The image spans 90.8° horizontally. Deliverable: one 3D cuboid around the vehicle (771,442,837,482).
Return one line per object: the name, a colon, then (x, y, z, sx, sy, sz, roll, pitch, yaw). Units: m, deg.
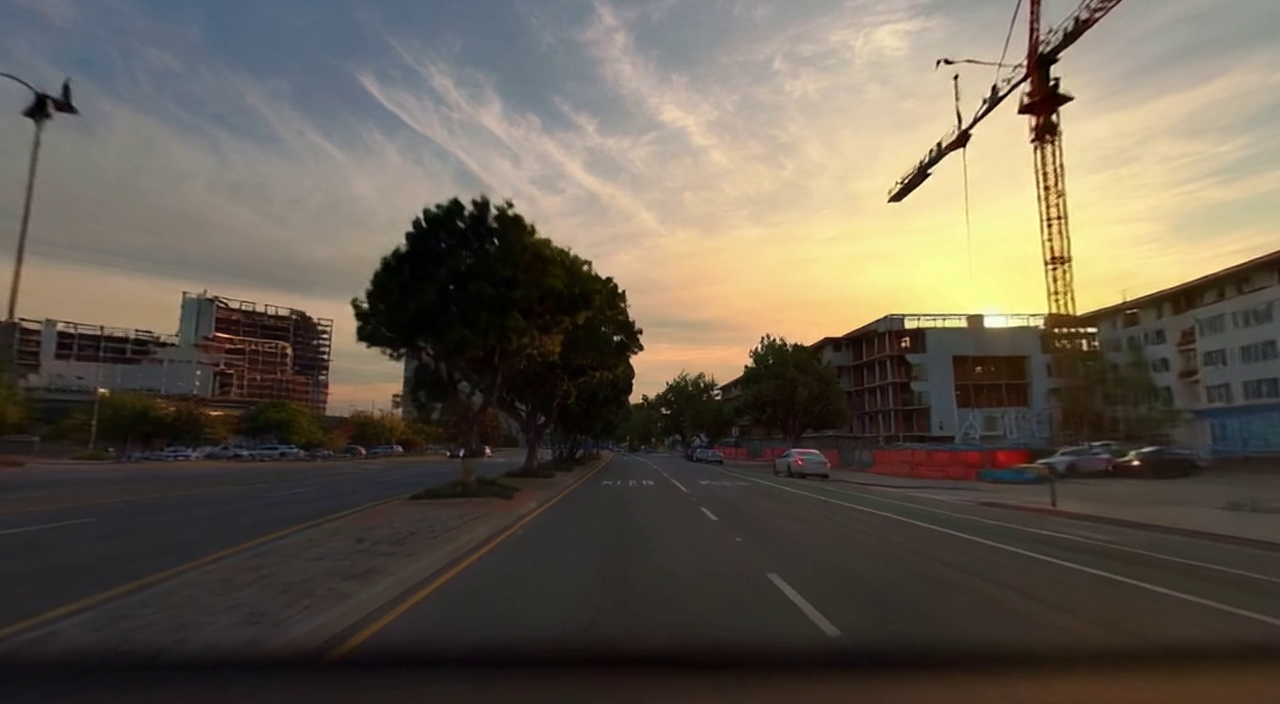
vehicle: (7.939, 5.316, 30.970, 2.080, 1.706, 4.392, 3, -8, 0)

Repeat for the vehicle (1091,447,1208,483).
vehicle: (23.871, 5.274, 29.822, 1.786, 1.495, 4.183, 2, -8, -6)

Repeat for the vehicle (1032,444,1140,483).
vehicle: (20.852, 5.182, 29.757, 1.965, 1.690, 4.077, 0, -8, -2)
